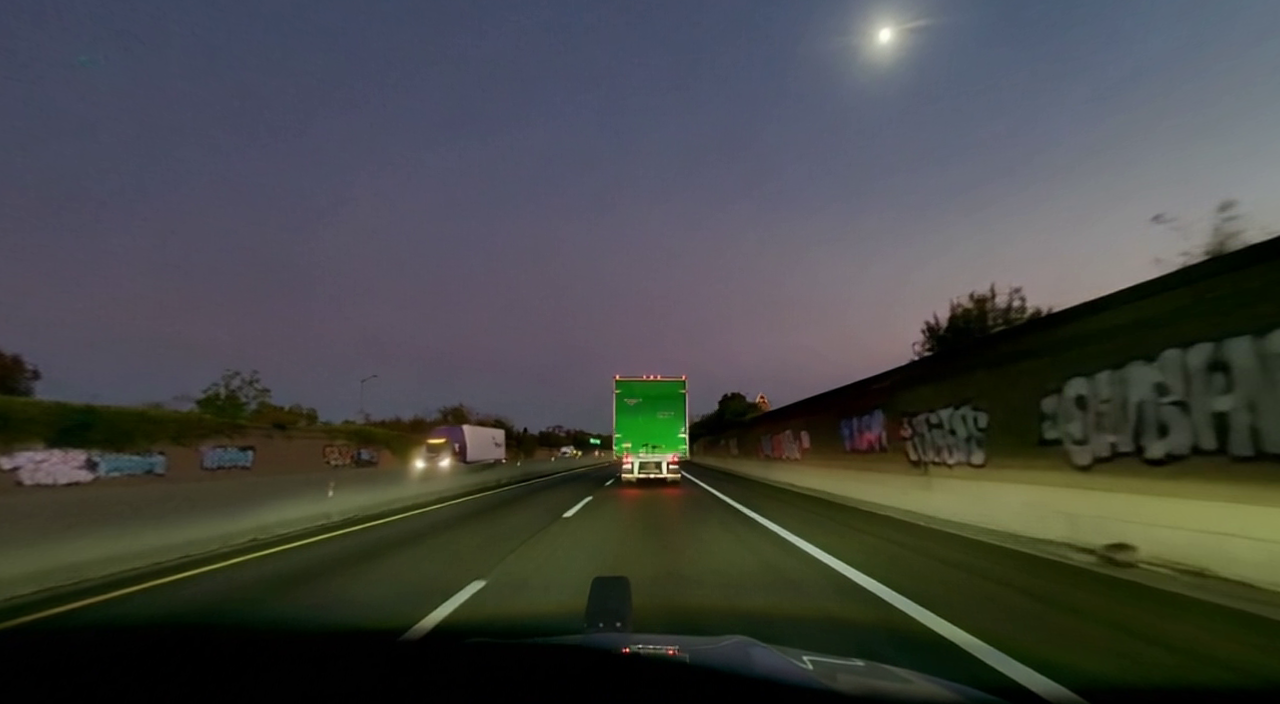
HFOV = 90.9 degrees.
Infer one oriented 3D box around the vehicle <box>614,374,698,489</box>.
[{"bbox_3d":[0.446,3.522,26.897,2.900,3.955,10.151,0,-9,-1],"label":"vehicle"}]
